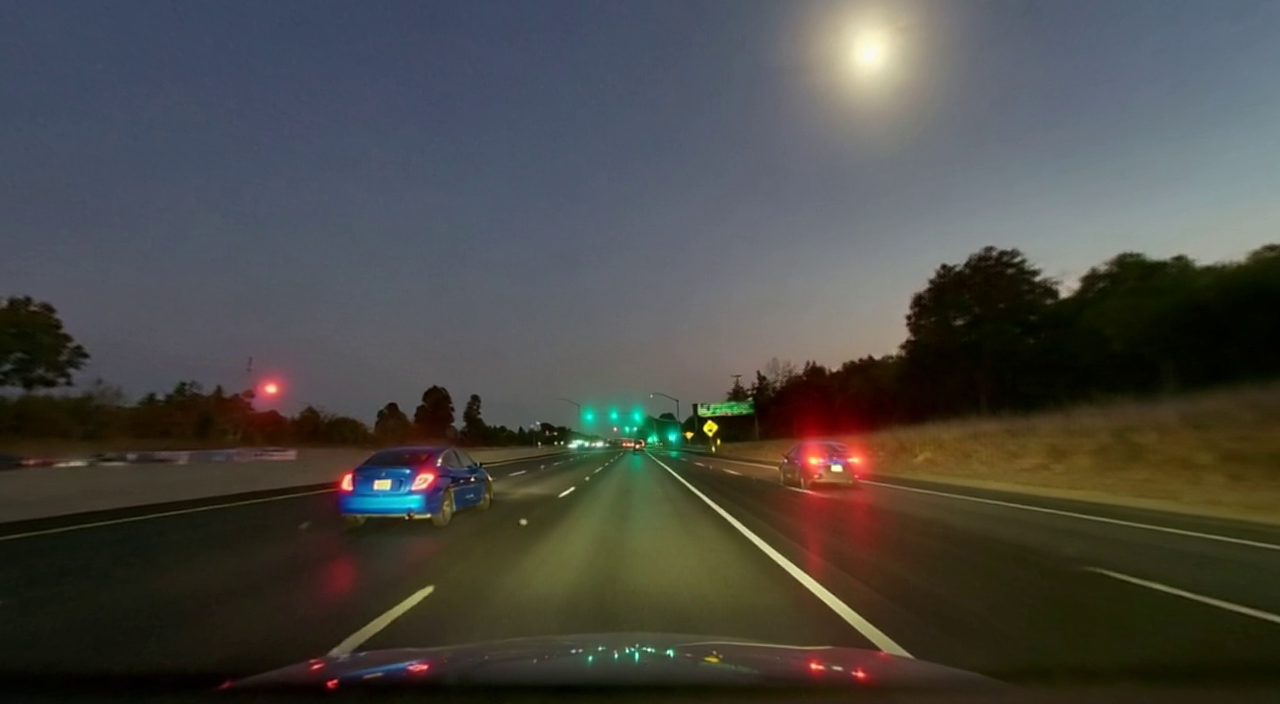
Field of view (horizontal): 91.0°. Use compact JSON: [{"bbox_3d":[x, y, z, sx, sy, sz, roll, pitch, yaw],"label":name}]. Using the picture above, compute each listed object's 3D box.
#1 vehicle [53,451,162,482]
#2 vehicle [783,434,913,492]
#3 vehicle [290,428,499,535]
[{"bbox_3d":[-28.679,6.140,34.111,1.869,1.499,4.581,-1,-9,1],"label":"vehicle"},{"bbox_3d":[5.945,3.240,18.717,2.049,1.481,4.774,0,-9,-3],"label":"vehicle"},{"bbox_3d":[-4.071,2.221,11.432,1.987,1.516,4.478,-1,-9,0],"label":"vehicle"}]
